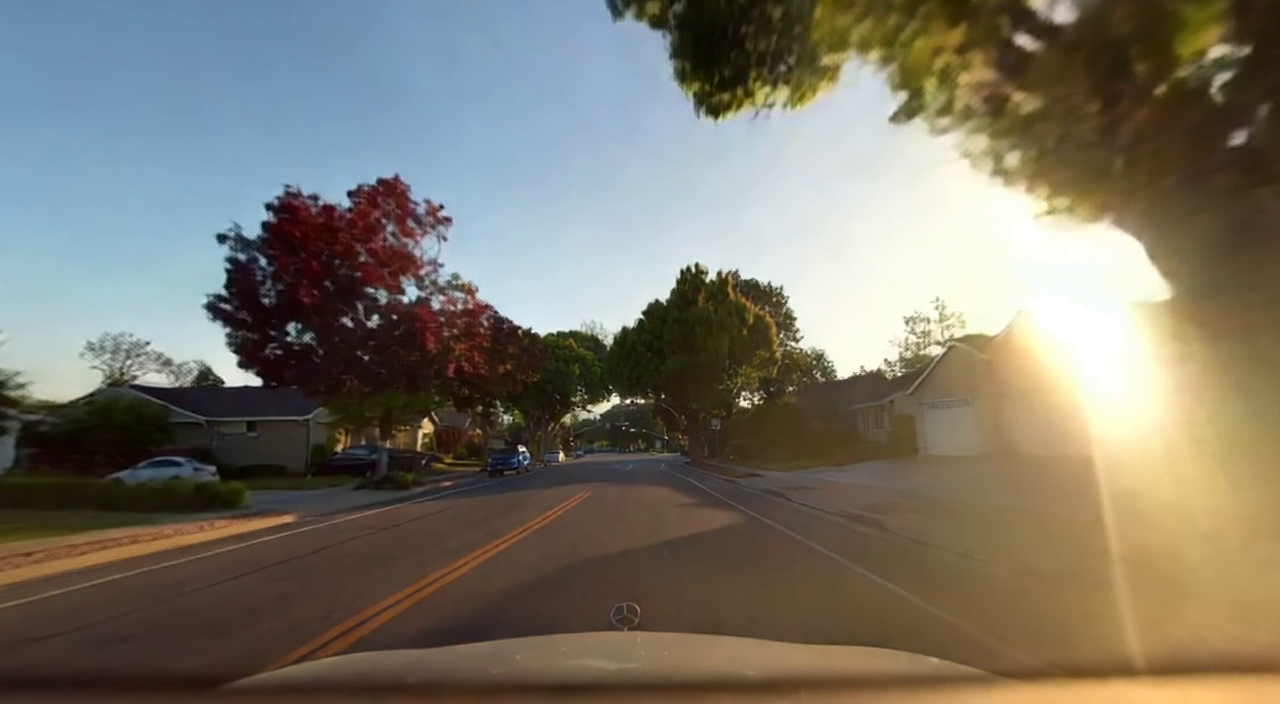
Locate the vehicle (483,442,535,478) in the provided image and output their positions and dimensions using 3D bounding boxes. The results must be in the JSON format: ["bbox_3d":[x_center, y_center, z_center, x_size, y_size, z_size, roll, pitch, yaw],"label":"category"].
[{"bbox_3d":[-7.544,6.244,36.714,2.209,1.807,4.432,-3,-9,-2],"label":"vehicle"}]

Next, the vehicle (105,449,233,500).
[{"bbox_3d":[-19.079,4.944,25.892,1.961,1.772,4.253,-3,-9,0],"label":"vehicle"}]
